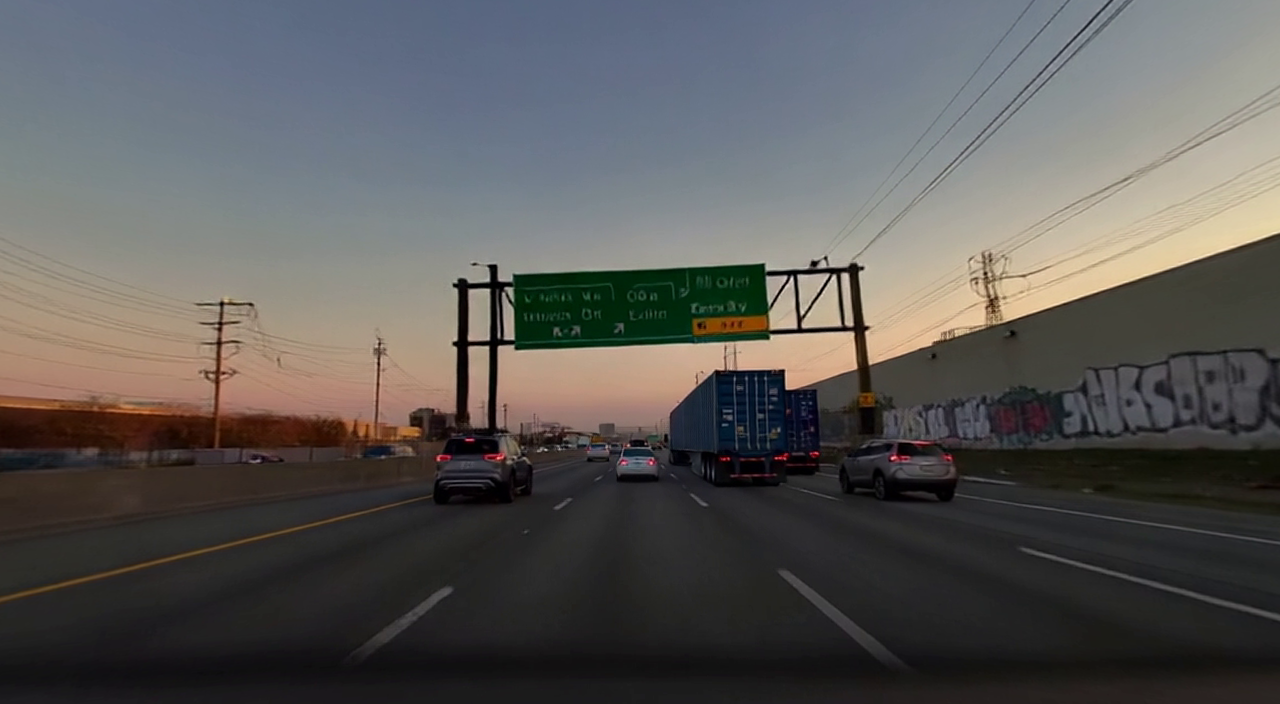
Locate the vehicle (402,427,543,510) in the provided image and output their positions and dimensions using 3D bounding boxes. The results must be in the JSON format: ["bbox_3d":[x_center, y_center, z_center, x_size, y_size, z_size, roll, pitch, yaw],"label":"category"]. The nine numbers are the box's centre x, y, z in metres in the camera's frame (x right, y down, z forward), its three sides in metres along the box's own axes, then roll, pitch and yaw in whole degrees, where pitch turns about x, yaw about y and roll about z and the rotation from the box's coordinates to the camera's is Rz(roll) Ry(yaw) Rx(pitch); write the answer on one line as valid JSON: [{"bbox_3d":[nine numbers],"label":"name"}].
[{"bbox_3d":[-4.033,2.910,16.192,2.264,1.804,4.584,0,-9,1],"label":"vehicle"}]

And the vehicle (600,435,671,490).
[{"bbox_3d":[-0.174,3.759,21.726,2.191,1.685,4.015,0,-9,-1],"label":"vehicle"}]

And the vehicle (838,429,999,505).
[{"bbox_3d":[7.179,3.030,16.992,2.202,1.731,4.628,0,-9,0],"label":"vehicle"}]

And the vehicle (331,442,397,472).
[{"bbox_3d":[-15.935,6.063,36.716,1.896,1.627,4.434,0,-9,-1],"label":"vehicle"}]

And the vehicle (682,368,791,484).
[{"bbox_3d":[3.788,3.581,28.672,2.800,4.039,13.179,0,-9,0],"label":"vehicle"}]
